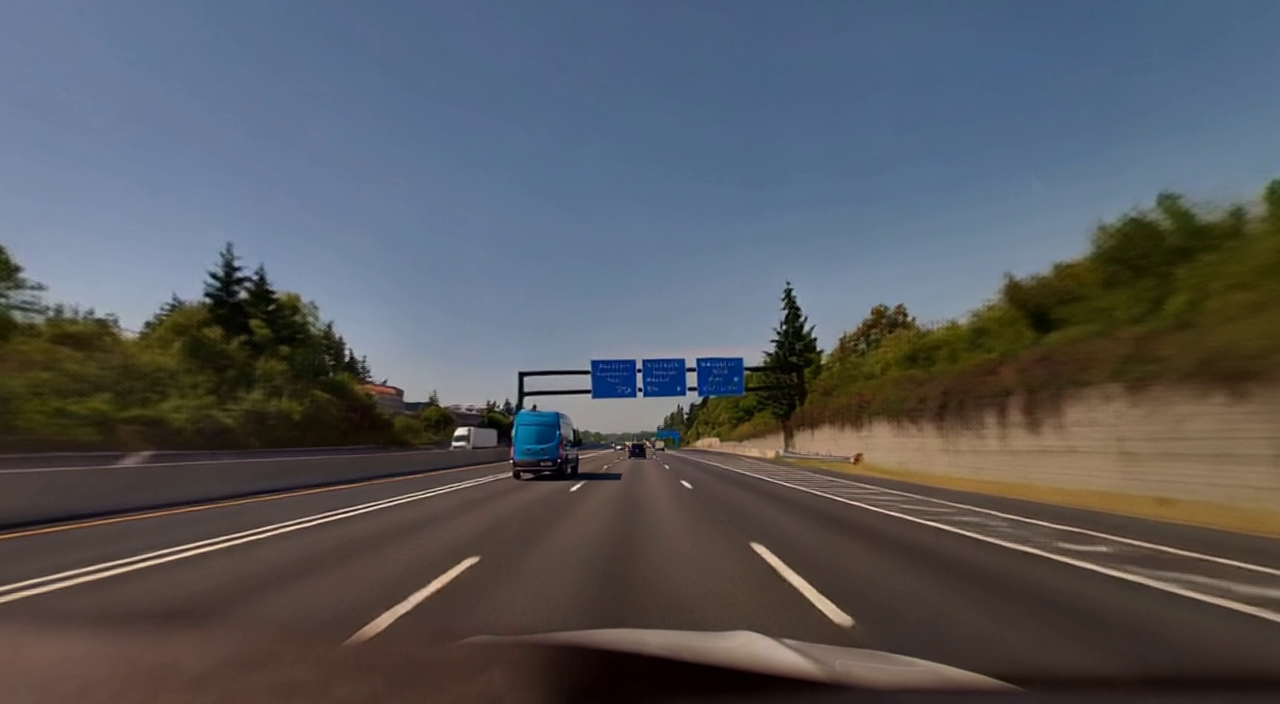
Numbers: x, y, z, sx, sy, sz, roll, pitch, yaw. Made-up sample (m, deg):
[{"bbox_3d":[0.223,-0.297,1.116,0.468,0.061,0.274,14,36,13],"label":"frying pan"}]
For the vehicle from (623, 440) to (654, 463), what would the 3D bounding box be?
[{"bbox_3d":[-0.103,7.410,46.956,2.183,1.662,3.968,0,-9,0],"label":"vehicle"}]

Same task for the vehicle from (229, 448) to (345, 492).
[{"bbox_3d":[-12.397,4.138,22.456,1.794,1.423,3.910,0,-9,1],"label":"vehicle"}]

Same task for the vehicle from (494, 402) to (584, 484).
[{"bbox_3d":[-3.648,3.500,24.169,2.382,2.736,5.982,0,-9,0],"label":"vehicle"}]

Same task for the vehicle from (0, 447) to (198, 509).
[{"bbox_3d":[-16.145,3.706,19.139,1.955,1.643,4.652,0,-9,1],"label":"vehicle"}]
